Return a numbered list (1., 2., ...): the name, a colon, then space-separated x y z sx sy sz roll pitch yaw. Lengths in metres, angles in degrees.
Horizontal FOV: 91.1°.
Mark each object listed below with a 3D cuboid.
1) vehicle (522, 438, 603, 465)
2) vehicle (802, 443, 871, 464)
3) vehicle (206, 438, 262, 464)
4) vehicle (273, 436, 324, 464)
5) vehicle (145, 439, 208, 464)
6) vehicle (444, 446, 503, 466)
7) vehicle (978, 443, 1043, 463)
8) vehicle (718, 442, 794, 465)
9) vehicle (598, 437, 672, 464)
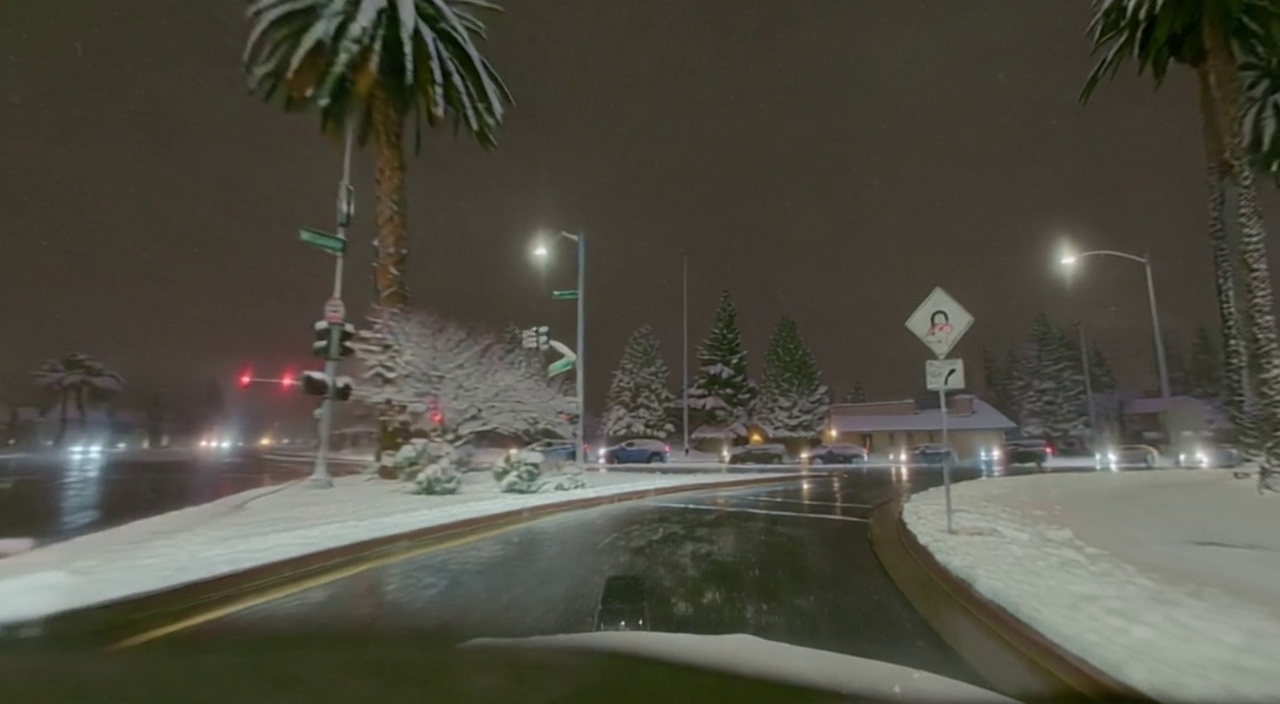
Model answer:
1. vehicle: -4.779 6.158 38.614 4.648 1.501 1.862 4 -10 -17
2. vehicle: 15.031 7.760 48.020 4.774 1.493 1.854 3 -9 -18
3. vehicle: -26.519 6.490 41.122 1.977 1.584 3.983 3 -9 -17
4. vehicle: -23.105 6.658 42.648 2.114 1.784 4.450 3 -9 -17
5. vehicle: -29.502 6.345 40.075 1.900 1.462 4.225 3 -9 -18
6. vehicle: -13.246 8.252 49.770 4.389 1.502 1.794 3 -9 -17
7. vehicle: 29.205 7.958 49.486 4.356 1.543 1.844 3 -9 -17
8. vehicle: 8.420 7.415 45.772 5.112 1.593 1.865 2 -11 -17
9. vehicle: -0.350 6.747 43.061 4.713 1.664 1.909 2 -10 -18
